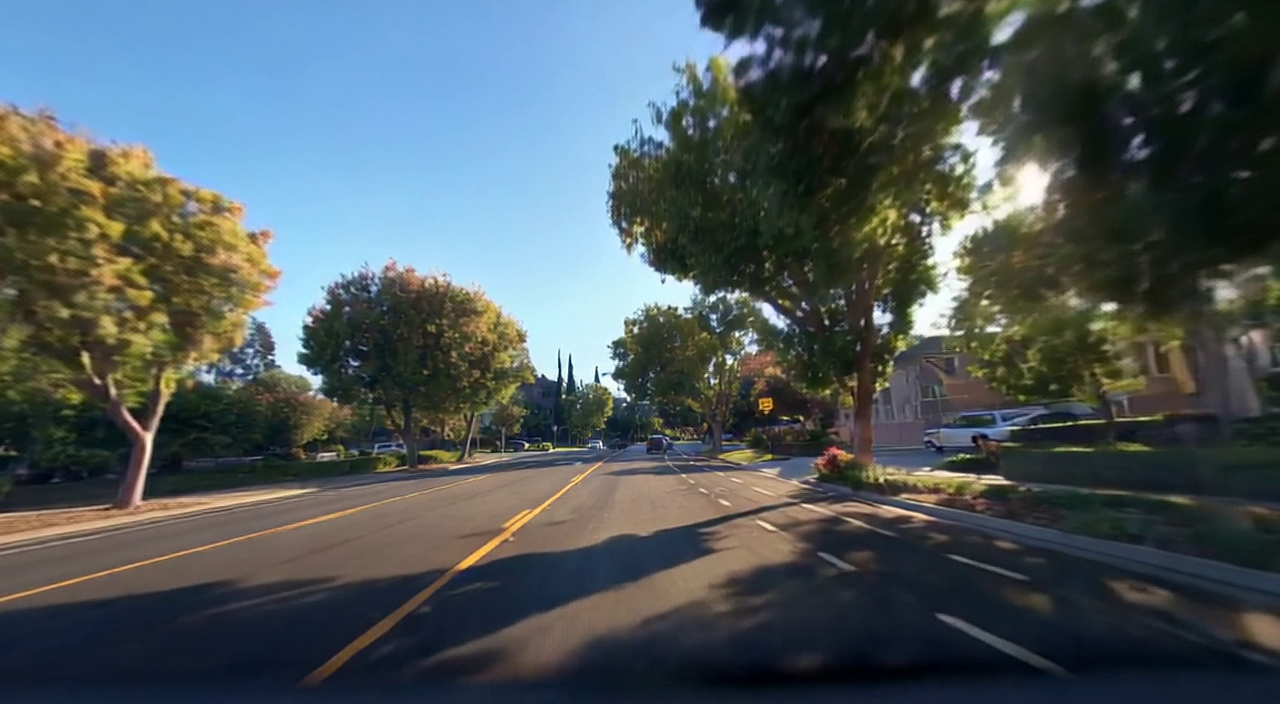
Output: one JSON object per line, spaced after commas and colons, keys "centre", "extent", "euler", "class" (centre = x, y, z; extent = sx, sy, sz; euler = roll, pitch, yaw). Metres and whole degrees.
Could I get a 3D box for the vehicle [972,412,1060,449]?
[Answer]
{"centre": [19.727, 4.188, 33.365], "extent": [1.924, 1.703, 4.254], "euler": [-3, -9, 0], "class": "vehicle"}
